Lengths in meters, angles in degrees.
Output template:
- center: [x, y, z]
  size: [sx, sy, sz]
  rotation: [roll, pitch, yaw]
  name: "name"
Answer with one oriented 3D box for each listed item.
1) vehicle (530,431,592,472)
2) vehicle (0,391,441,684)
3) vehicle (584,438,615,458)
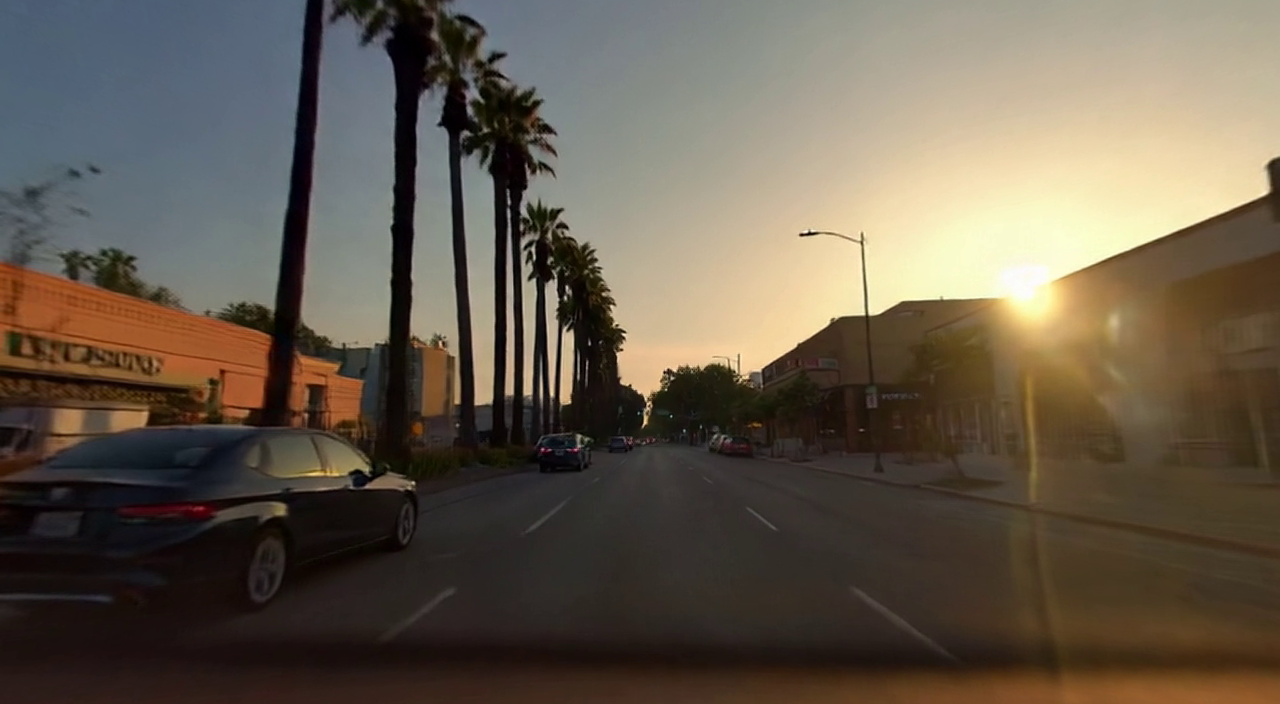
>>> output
- center: [-3.298, 4.257, 27.135]
  size: [2.024, 1.636, 4.121]
  rotation: [0, -8, 1]
  name: "vehicle"
- center: [-3.535, 1.284, 5.560]
  size: [2.032, 1.511, 4.424]
  rotation: [0, -8, 1]
  name: "vehicle"
- center: [-3.092, 7.470, 49.239]
  size: [2.044, 1.462, 4.624]
  rotation: [0, -8, 1]
  name: "vehicle"
